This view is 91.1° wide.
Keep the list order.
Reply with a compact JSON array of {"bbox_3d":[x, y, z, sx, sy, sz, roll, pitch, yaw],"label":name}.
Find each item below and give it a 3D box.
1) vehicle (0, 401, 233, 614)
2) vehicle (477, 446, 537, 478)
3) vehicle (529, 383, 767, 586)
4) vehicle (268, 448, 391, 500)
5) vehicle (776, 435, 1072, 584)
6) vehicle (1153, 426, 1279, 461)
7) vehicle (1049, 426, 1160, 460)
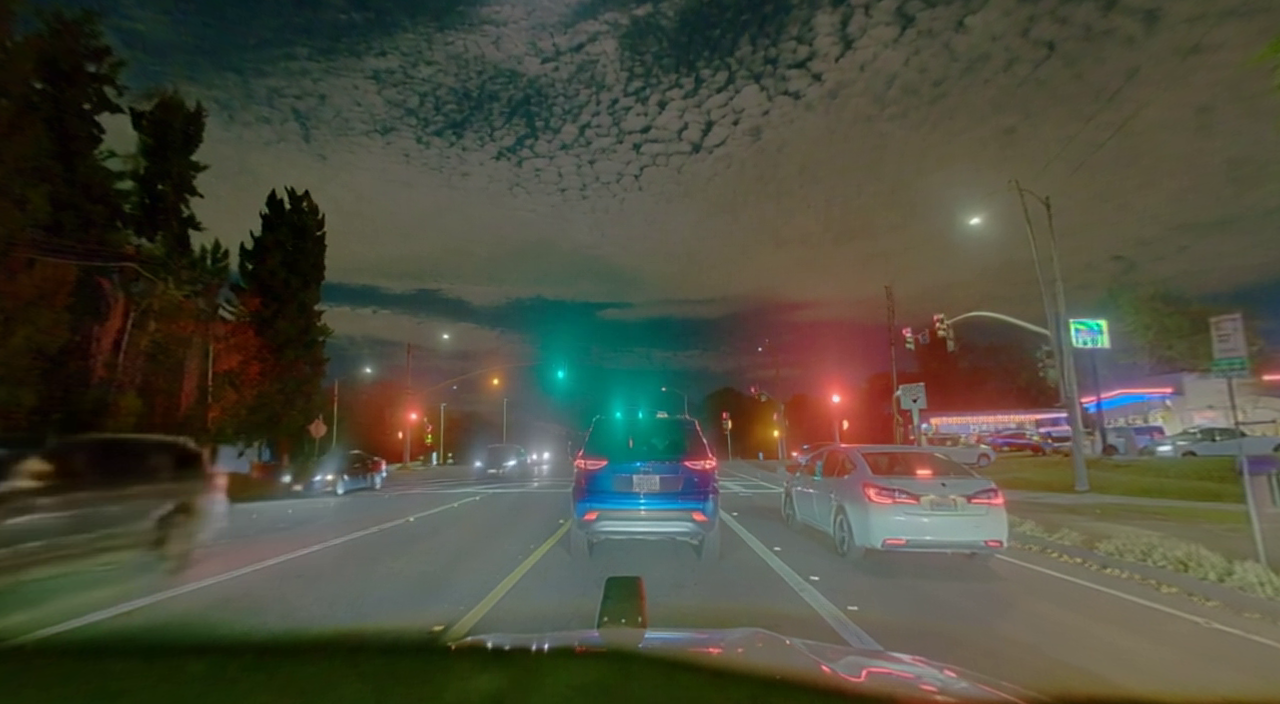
[{"bbox_3d":[-6.332,1.355,5.644,2.153,1.728,4.753,0,-9,-1],"label":"vehicle"},{"bbox_3d":[-6.625,5.533,31.826,1.981,1.478,4.701,0,-9,1],"label":"vehicle"},{"bbox_3d":[0.039,1.590,8.255,2.296,1.947,4.168,0,-9,-1],"label":"vehicle"},{"bbox_3d":[-10.581,4.159,21.856,1.772,1.561,4.773,0,-8,1],"label":"vehicle"},{"bbox_3d":[3.368,1.926,8.627,1.900,1.478,4.425,0,-9,-1],"label":"vehicle"},{"bbox_3d":[25.932,4.093,28.027,4.420,1.469,1.807,0,-8,1],"label":"vehicle"},{"bbox_3d":[26.666,5.241,36.151,4.704,1.919,2.130,0,-9,-2],"label":"vehicle"}]
